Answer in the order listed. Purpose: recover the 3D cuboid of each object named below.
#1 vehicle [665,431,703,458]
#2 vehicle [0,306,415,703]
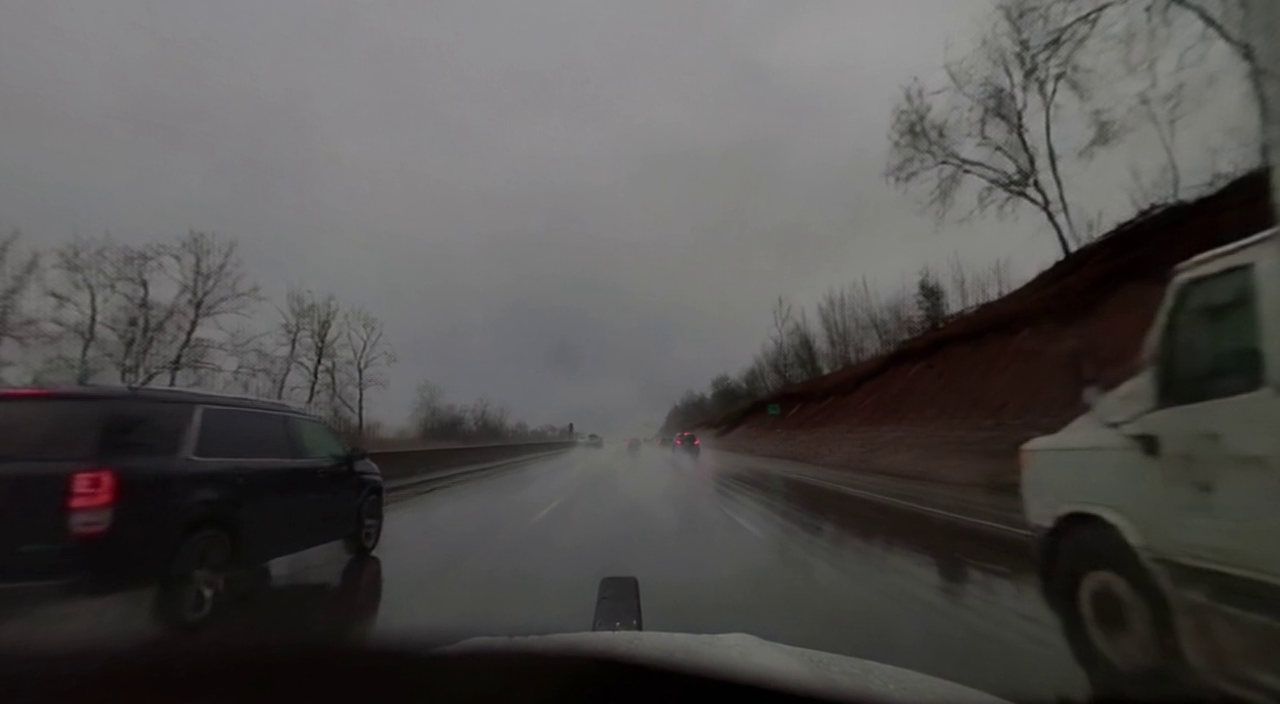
[{"bbox_3d":[2.976,6.368,43.417,2.124,1.696,4.173,0,-8,-2],"label":"vehicle"},{"bbox_3d":[-3.558,1.004,4.509,2.185,1.772,4.656,0,-8,0],"label":"vehicle"}]
